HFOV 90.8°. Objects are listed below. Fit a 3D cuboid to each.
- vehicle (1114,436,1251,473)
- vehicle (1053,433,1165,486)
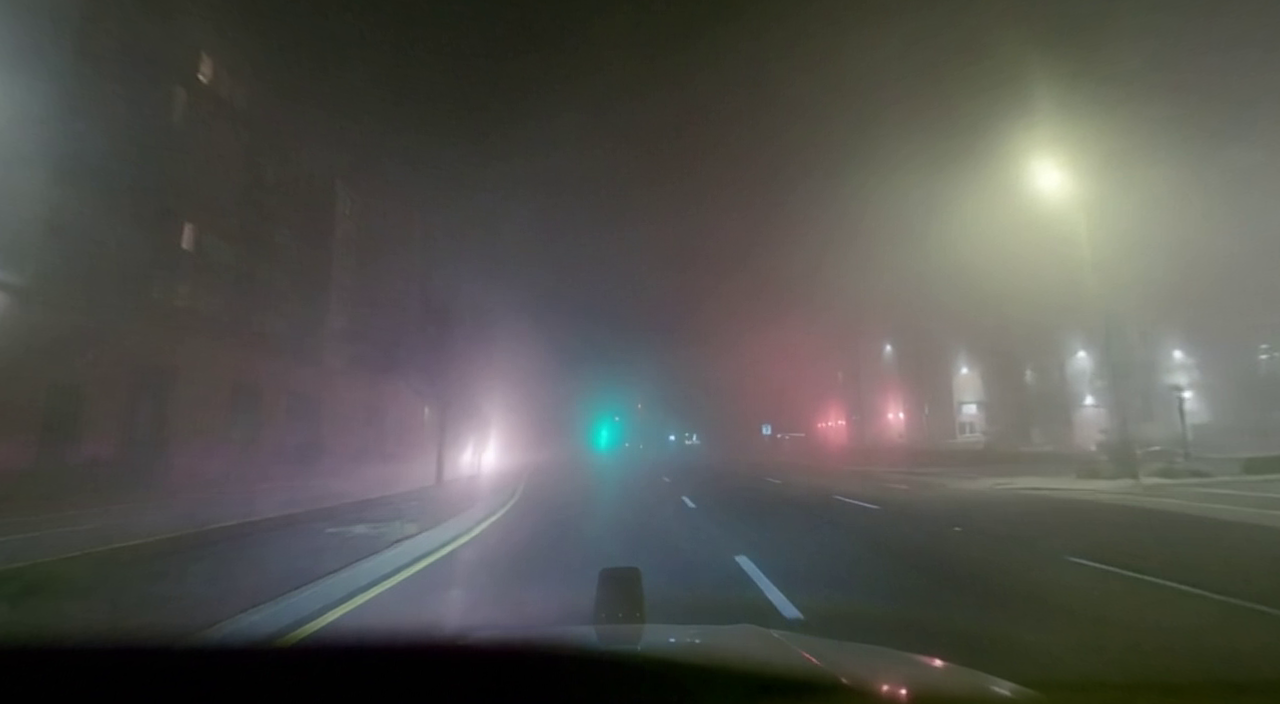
[{"bbox_3d":[25.493,4.813,29.816,1.775,1.592,4.561,7,-11,-41],"label":"vehicle"},{"bbox_3d":[16.933,3.888,22.906,2.630,1.808,1.657,-1,-9,3],"label":"vehicle"}]
